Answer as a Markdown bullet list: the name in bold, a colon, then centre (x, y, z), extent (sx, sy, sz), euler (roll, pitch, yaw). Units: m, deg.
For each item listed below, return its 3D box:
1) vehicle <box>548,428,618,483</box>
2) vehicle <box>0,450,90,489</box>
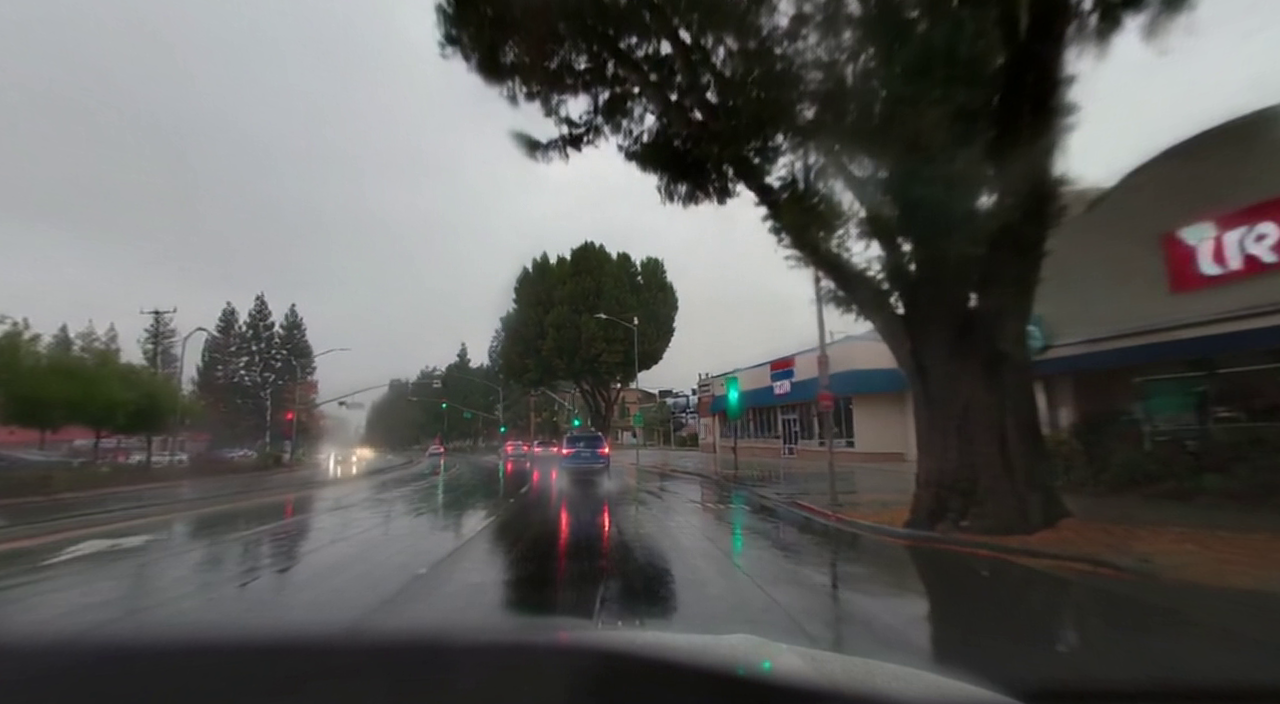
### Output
- **vehicle**: centre (-2.049, 3.577, 22.104), extent (2.227, 1.733, 3.930), euler (1, -8, -7)
- **vehicle**: centre (-31.390, 5.868, 31.664), extent (5.060, 1.793, 2.403), euler (2, -9, -14)
